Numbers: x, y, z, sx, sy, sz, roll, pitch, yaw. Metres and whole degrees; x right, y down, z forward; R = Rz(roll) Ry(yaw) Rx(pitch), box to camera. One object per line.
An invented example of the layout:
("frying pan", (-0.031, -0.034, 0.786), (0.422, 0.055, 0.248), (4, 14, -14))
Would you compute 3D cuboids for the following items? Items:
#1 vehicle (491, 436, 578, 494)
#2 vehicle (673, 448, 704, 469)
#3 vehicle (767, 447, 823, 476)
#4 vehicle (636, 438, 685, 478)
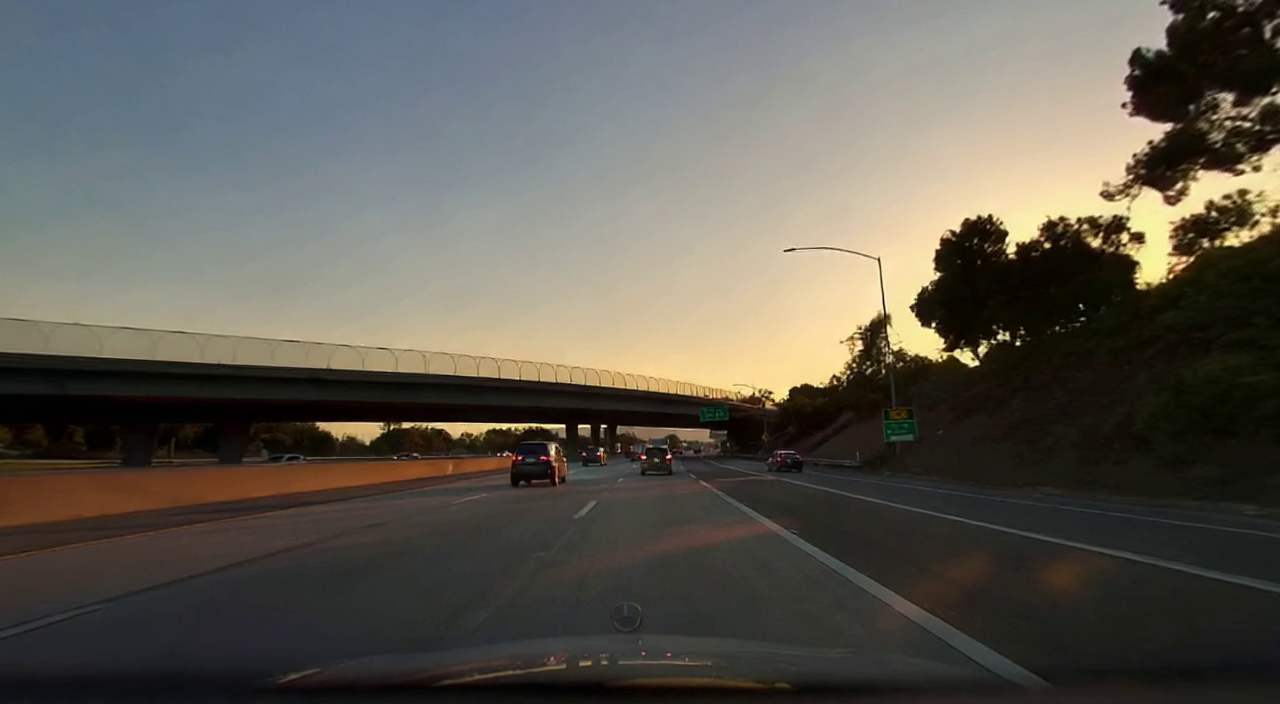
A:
("vehicle", (-3.446, 3.795, 21.516), (2.142, 1.759, 4.297), (0, -9, 1))
("vehicle", (3.707, 8.294, 49.181), (2.131, 1.556, 4.310), (0, -9, 1))
("vehicle", (8.346, 5.938, 34.316), (1.936, 1.480, 4.373), (0, -9, 0))
("vehicle", (1.022, 5.378, 32.066), (2.270, 1.862, 4.949), (0, -9, 1))
